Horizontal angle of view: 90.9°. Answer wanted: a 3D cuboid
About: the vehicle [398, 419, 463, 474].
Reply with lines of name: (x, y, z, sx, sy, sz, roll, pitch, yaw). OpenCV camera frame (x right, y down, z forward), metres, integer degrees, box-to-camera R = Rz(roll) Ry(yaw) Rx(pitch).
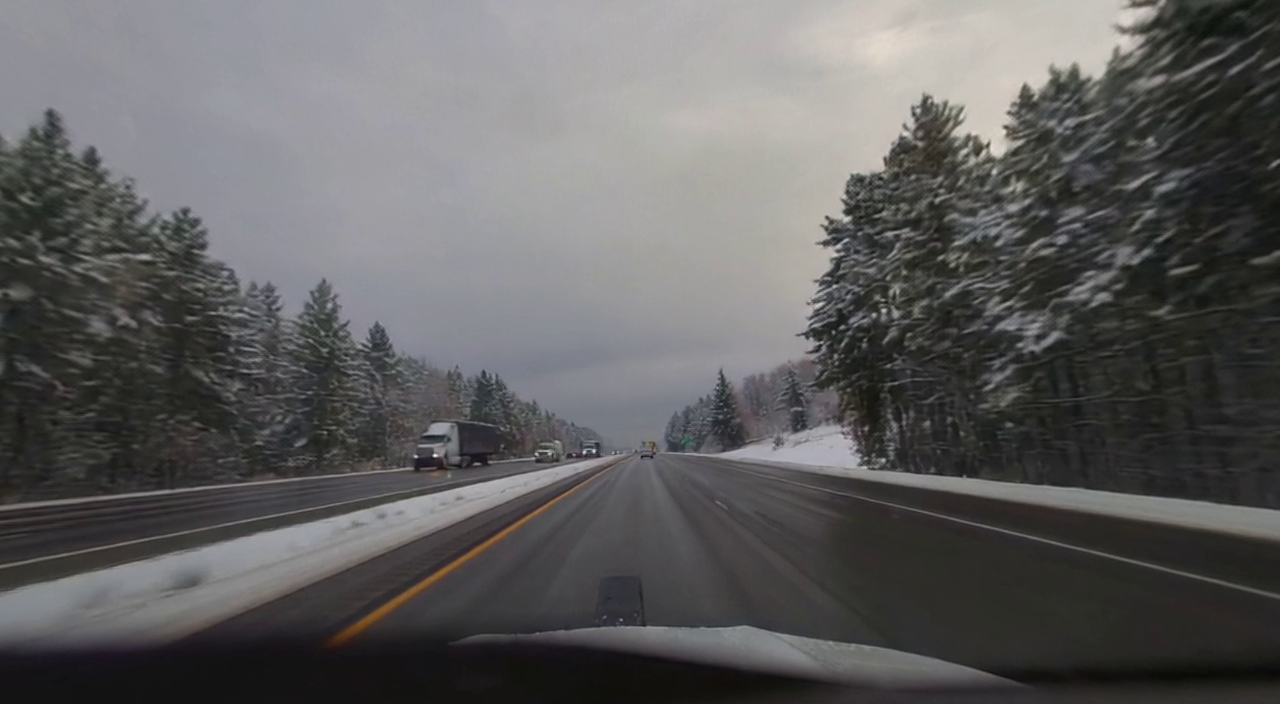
vehicle: (-16.359, 7.481, 49.755, 2.761, 3.994, 6.240, 0, -9, 1)
